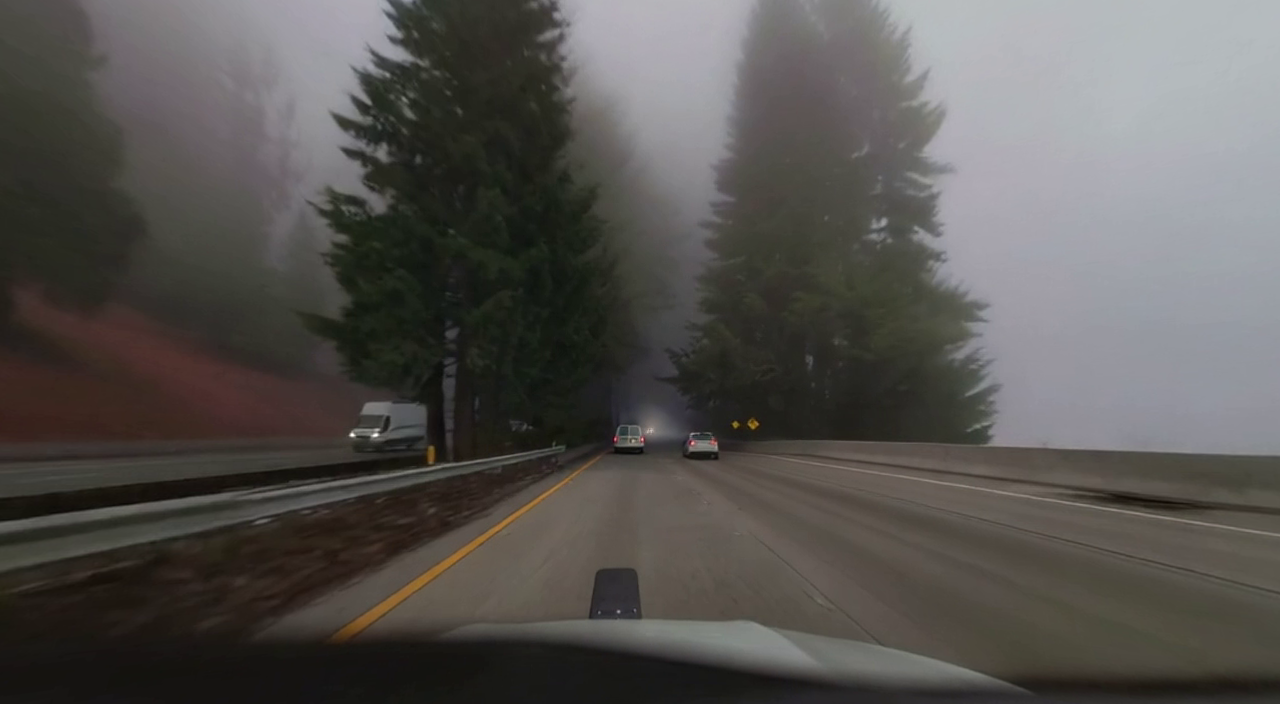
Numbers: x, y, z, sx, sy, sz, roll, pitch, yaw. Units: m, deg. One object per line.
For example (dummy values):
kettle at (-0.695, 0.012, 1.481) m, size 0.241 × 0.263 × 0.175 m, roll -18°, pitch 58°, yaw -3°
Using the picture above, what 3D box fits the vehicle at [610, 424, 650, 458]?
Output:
vehicle at (-0.636, 5.694, 40.361) m, size 2.403 × 1.994 × 4.683 m, roll 0°, pitch -8°, yaw -1°

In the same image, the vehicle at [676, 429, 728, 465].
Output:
vehicle at (2.954, 4.594, 30.649) m, size 1.996 × 1.589 × 3.715 m, roll 0°, pitch -8°, yaw -2°

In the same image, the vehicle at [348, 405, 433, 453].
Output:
vehicle at (-17.640, 5.555, 45.169) m, size 2.842 × 3.134 × 7.777 m, roll 0°, pitch -8°, yaw 0°
